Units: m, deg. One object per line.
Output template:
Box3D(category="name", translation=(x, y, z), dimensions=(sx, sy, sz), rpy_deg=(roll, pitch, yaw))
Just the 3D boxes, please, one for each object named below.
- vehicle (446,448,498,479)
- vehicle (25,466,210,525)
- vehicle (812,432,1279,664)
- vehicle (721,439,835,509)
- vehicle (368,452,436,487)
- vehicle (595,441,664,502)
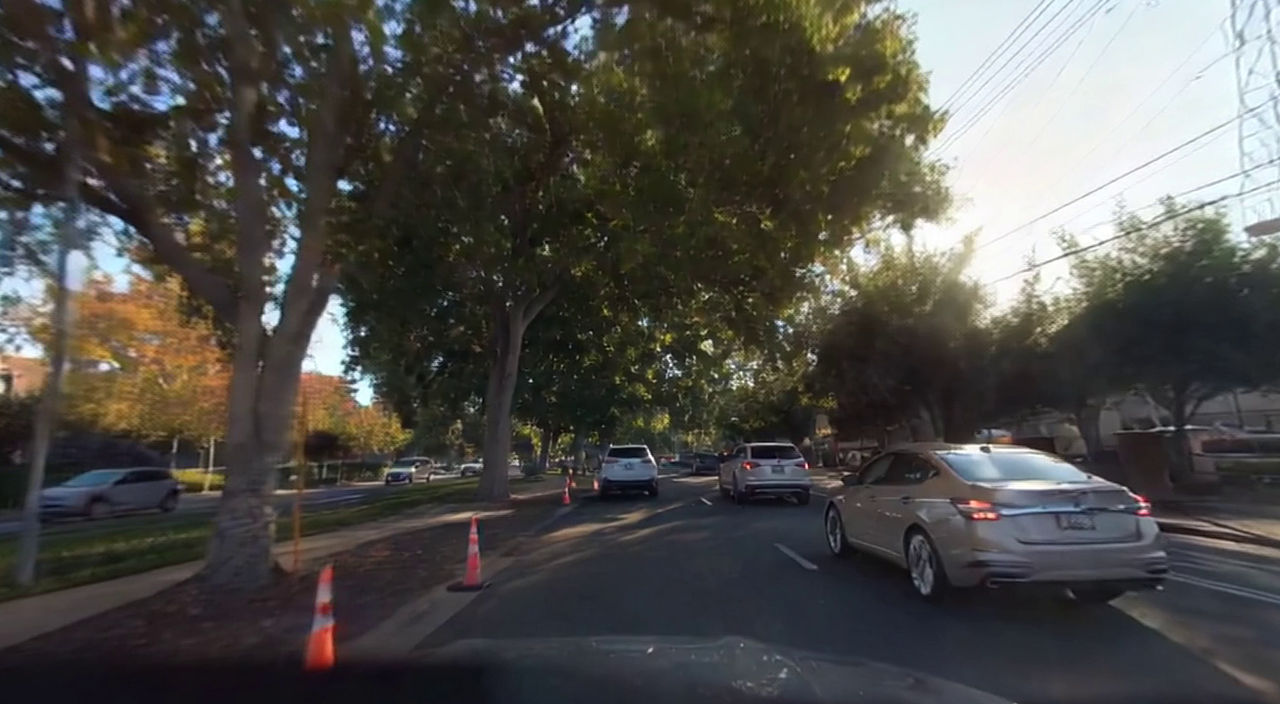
Box3D(category="vehicle", translation=(-12.343, 8.188, 46.901), dimensions=(2.223, 2.091, 6.044), rpy_deg=(-1, -8, -1))
Box3D(category="vehicle", translation=(-16.176, 4.420, 19.968), dimensions=(1.973, 1.457, 4.564), rpy_deg=(-1, -8, 0))
Box3D(category="vehicle", translation=(3.423, 1.606, 6.435), dimensions=(1.977, 1.460, 4.565), rpy_deg=(0, -8, -1))
Box3D(category="vehicle", translation=(3.795, 3.444, 18.363), dimensions=(2.116, 1.726, 4.672), rpy_deg=(0, -8, -1))
Box3D(category="vehicle", translation=(-16.048, 7.908, 43.003), dimensions=(2.258, 2.072, 5.695), rpy_deg=(-1, -8, 1))
Box3D(category="vehicle", translation=(-0.318, 3.814, 20.614), dimensions=(2.050, 1.745, 3.915), rpy_deg=(-1, -8, 0))
